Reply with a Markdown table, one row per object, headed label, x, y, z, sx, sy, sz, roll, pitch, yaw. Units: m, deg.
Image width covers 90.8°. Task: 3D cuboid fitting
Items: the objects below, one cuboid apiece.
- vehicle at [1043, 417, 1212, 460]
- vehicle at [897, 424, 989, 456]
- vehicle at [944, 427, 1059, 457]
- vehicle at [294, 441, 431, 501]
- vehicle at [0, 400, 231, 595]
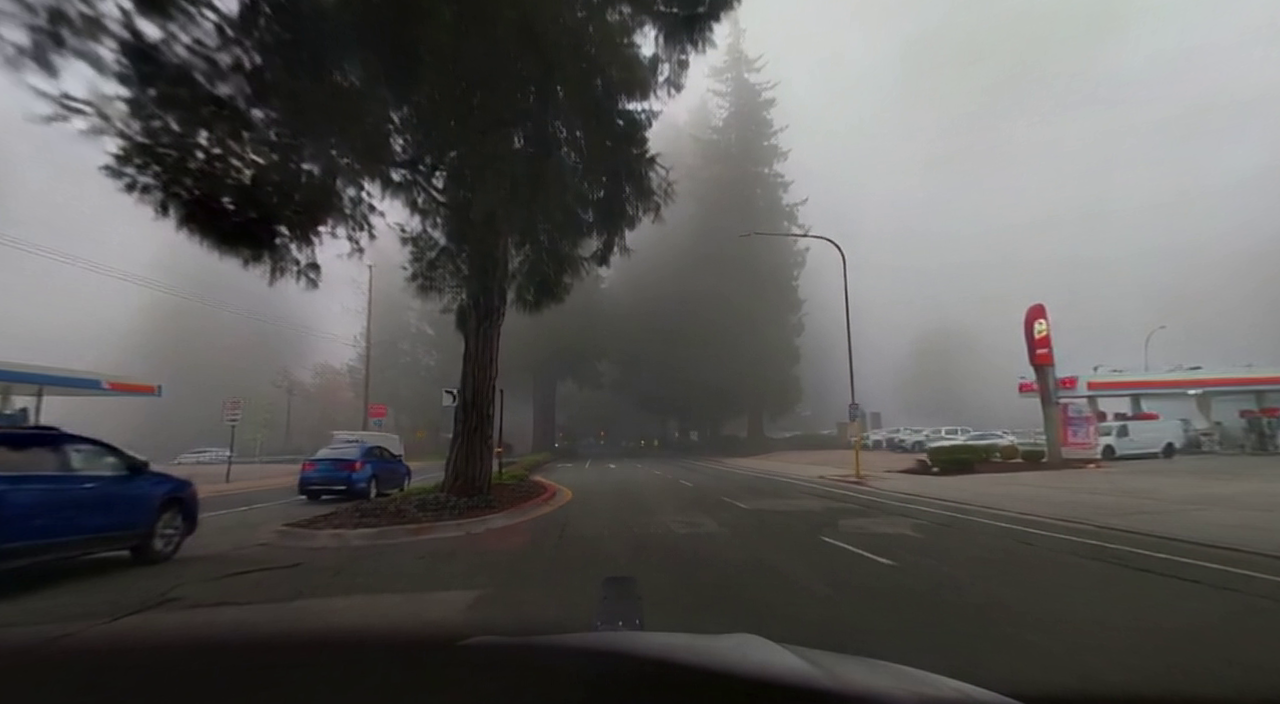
| label | x | y | z | sx | sy | sz | roll | pitch | yaw |
| --- | --- | --- | --- | --- | --- | --- | --- | --- | --- |
| vehicle | 19.207 | 3.445 | 25.064 | 4.868 | 1.610 | 2.223 | 0 | -9 | -2 |
| vehicle | 18.015 | 5.225 | 37.694 | 4.422 | 1.586 | 1.990 | -2 | -7 | -3 |
| vehicle | 18.725 | 4.693 | 32.856 | 4.800 | 1.459 | 2.051 | 1 | -9 | -4 |
| vehicle | -7.554 | 3.258 | 17.778 | 1.982 | 1.465 | 4.376 | 0 | -9 | -2 |
| vehicle | -6.857 | 1.494 | 6.878 | 1.987 | 1.747 | 4.545 | 0 | -9 | -4 |
